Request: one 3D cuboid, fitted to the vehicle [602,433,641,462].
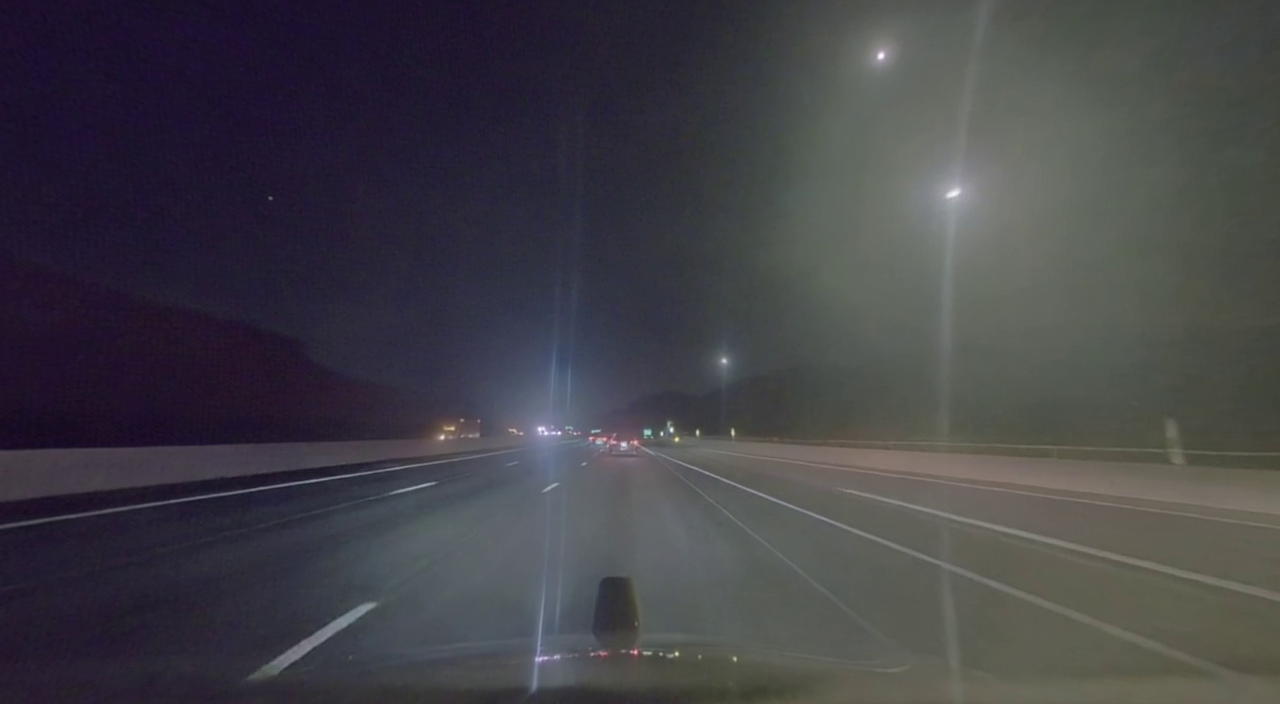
[{"bbox_3d":[-1.008,5.155,34.147,1.948,1.470,3.913,0,-8,-2],"label":"vehicle"}]
